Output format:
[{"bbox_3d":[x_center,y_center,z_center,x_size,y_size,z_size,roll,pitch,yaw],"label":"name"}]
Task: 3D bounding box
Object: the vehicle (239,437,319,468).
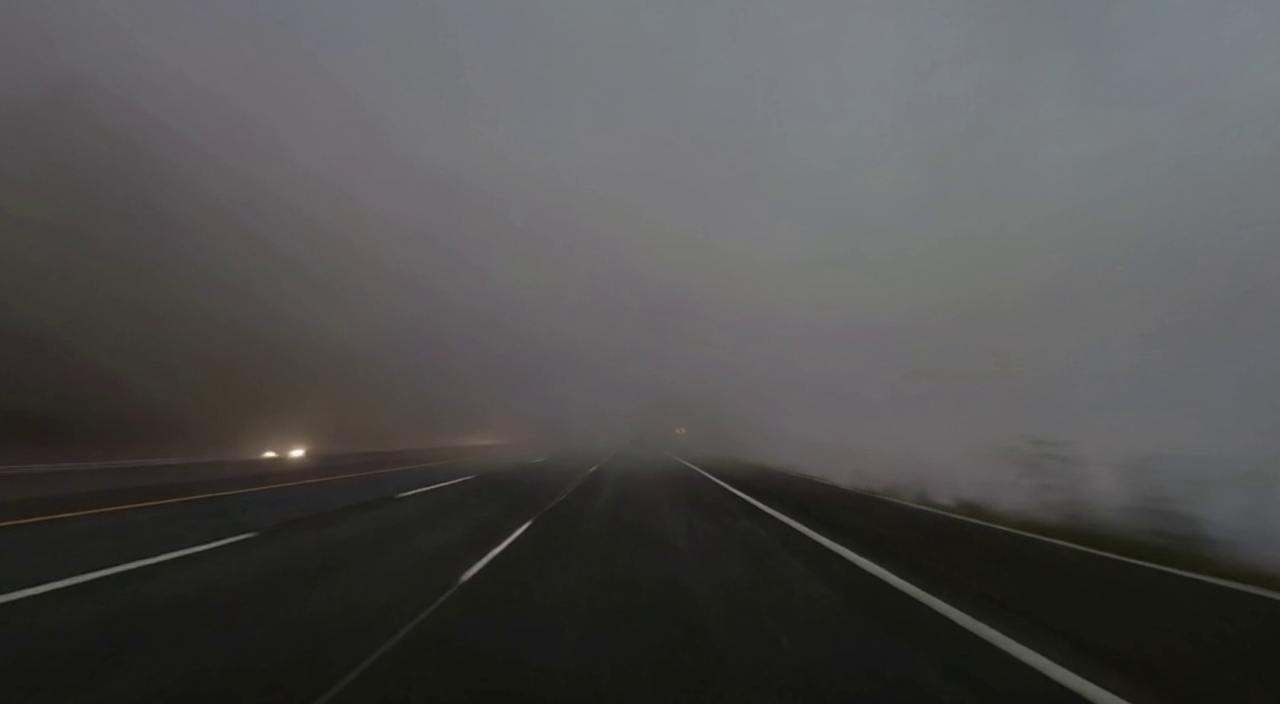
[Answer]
[{"bbox_3d":[-19.524,5.433,34.231,1.841,1.539,4.319,0,-8,0],"label":"vehicle"}]
